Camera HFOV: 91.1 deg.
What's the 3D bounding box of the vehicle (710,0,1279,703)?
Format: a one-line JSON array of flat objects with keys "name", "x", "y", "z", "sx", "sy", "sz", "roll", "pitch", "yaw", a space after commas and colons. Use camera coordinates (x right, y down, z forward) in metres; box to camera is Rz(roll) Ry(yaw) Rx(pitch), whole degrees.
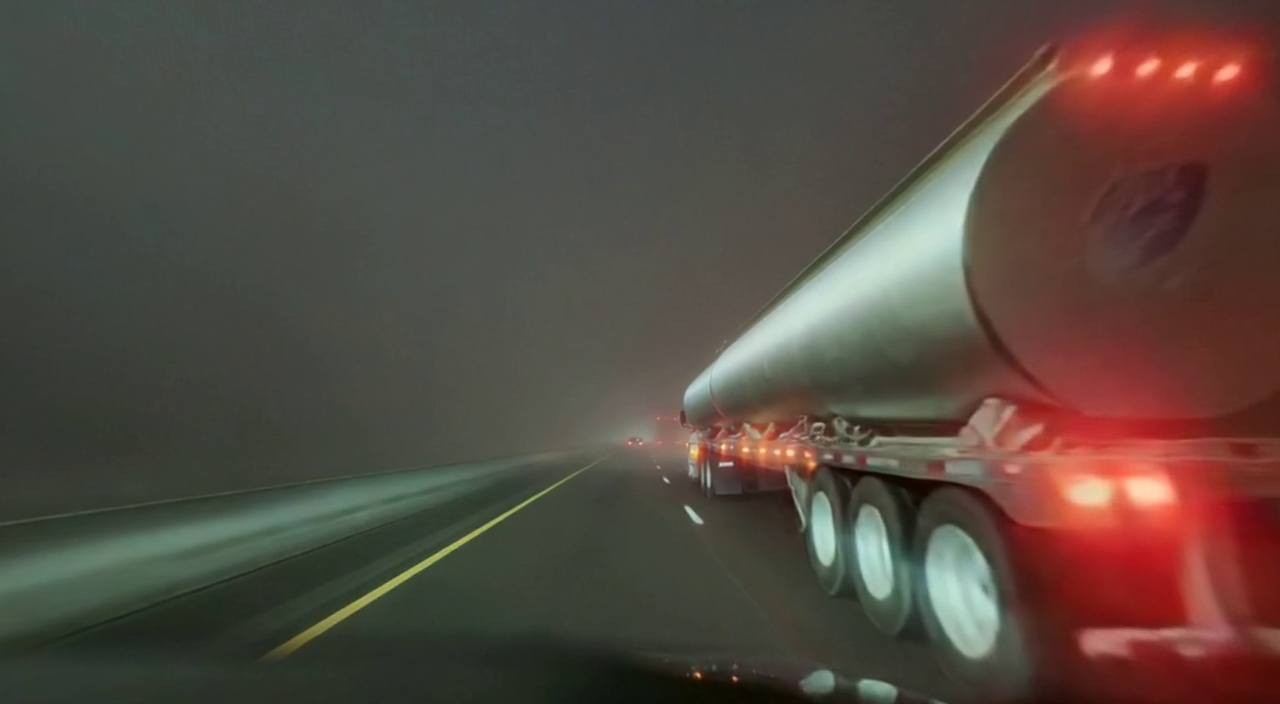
[{"name": "vehicle", "x": 3.077, "y": 0.618, "z": 8.113, "sx": 2.946, "sy": 3.745, "sz": 11.516, "roll": 1, "pitch": -8, "yaw": -1}]
